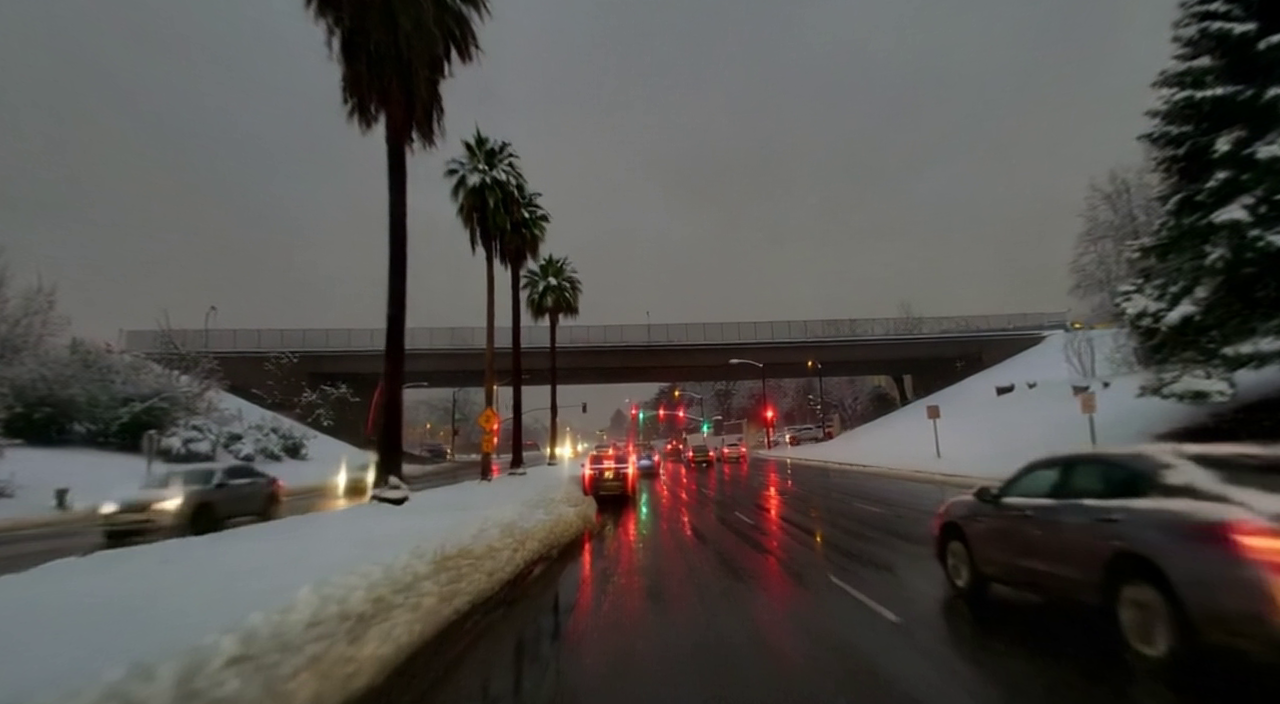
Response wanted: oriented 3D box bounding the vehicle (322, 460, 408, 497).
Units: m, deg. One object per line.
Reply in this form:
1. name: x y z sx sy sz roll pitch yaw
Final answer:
1. vehicle: -12.986 5.980 30.015 1.963 1.518 4.822 0 -9 -1

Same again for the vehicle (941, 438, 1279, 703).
1. vehicle: 4.152 1.318 4.291 2.156 1.404 4.120 0 -9 1

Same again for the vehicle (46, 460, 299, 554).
1. vehicle: -9.469 3.123 13.350 1.937 1.521 4.523 0 -9 -1

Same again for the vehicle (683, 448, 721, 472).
1. vehicle: 4.089 7.189 42.067 2.119 1.509 4.495 0 -9 0

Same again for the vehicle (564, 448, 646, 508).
1. vehicle: -0.988 3.560 18.264 2.111 1.506 4.018 0 -9 -3
